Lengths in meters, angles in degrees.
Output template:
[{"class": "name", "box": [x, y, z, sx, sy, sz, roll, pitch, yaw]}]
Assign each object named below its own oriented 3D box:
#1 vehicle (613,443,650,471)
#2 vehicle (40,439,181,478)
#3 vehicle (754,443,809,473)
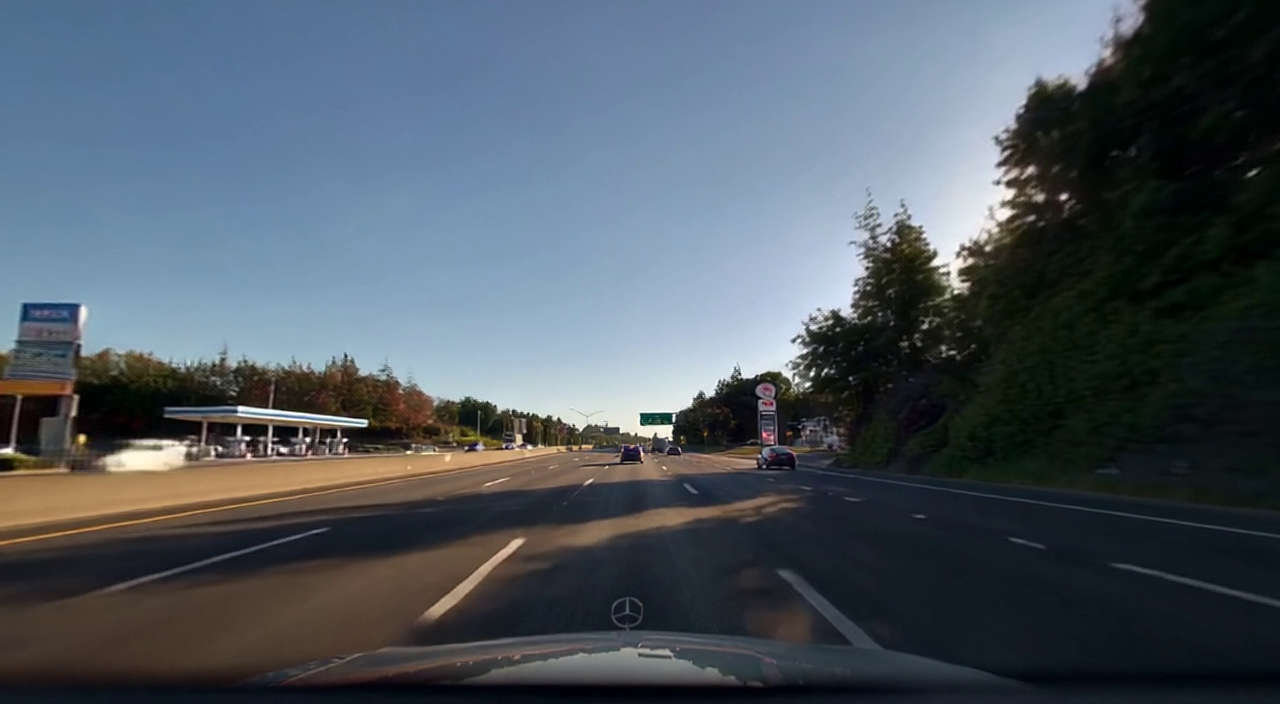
[{"class": "vehicle", "box": [-0.491, 5.925, 35.690, 1.999, 1.473, 4.351, 0, -9, -1]}, {"class": "vehicle", "box": [-22.316, 4.502, 26.872, 1.920, 1.509, 4.649, 0, -9, 0]}, {"class": "vehicle", "box": [7.473, 5.635, 33.730, 1.867, 1.463, 4.295, 0, -9, -1]}]
